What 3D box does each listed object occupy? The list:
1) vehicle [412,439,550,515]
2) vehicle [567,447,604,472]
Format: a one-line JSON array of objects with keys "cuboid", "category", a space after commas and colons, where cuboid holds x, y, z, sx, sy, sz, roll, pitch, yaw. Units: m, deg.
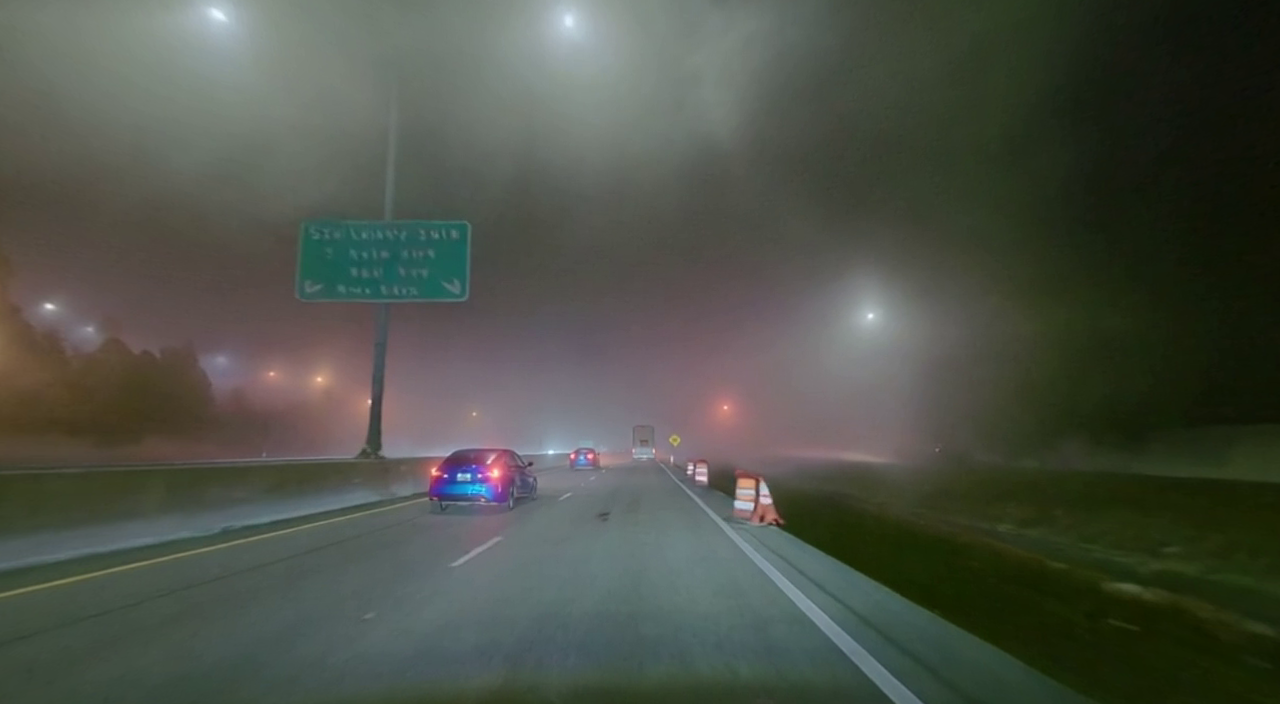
[{"cuboid": [-3.556, 2.888, 15.118, 2.012, 1.510, 4.672, 0, -9, 1], "category": "vehicle"}, {"cuboid": [-3.366, 6.749, 39.726, 1.965, 1.459, 4.145, 0, -9, 0], "category": "vehicle"}]
